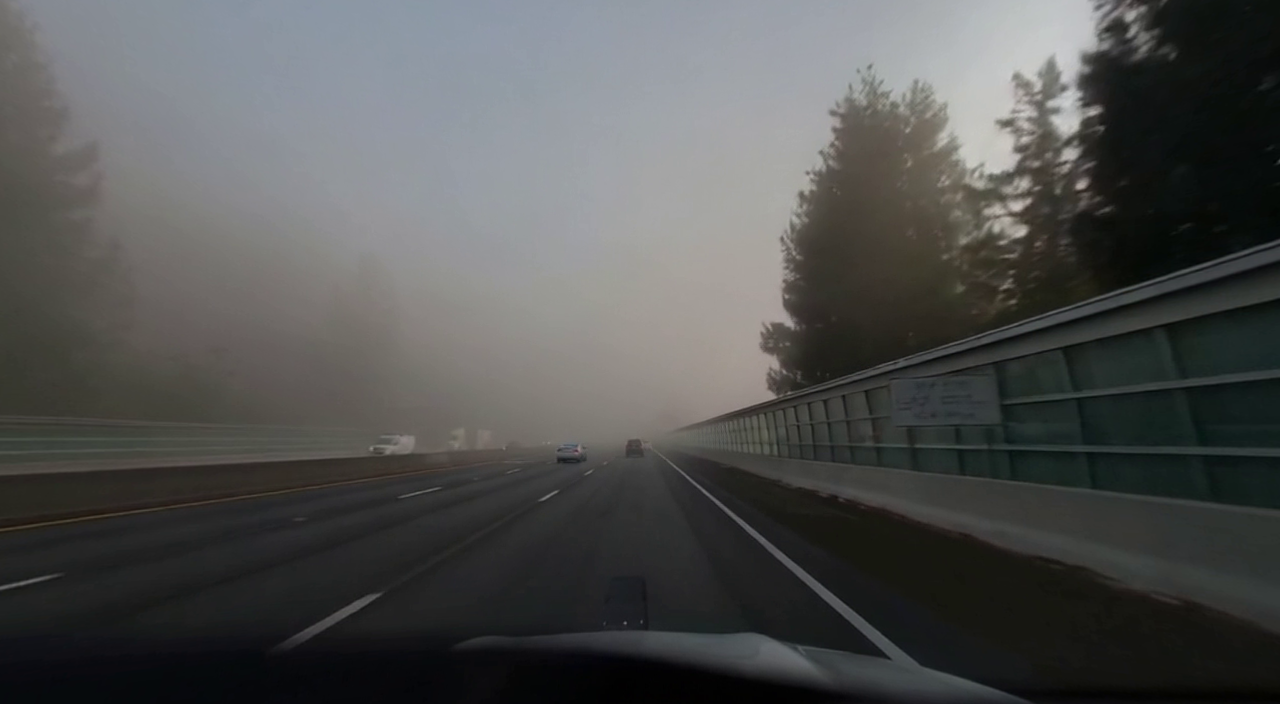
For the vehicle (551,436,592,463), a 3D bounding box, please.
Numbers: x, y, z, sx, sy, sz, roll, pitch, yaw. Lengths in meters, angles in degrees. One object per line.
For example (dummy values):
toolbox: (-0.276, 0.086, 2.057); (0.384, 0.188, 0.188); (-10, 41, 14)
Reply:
vehicle: (-4.216, 6.057, 39.070); (2.063, 1.598, 4.189); (0, -8, 0)
